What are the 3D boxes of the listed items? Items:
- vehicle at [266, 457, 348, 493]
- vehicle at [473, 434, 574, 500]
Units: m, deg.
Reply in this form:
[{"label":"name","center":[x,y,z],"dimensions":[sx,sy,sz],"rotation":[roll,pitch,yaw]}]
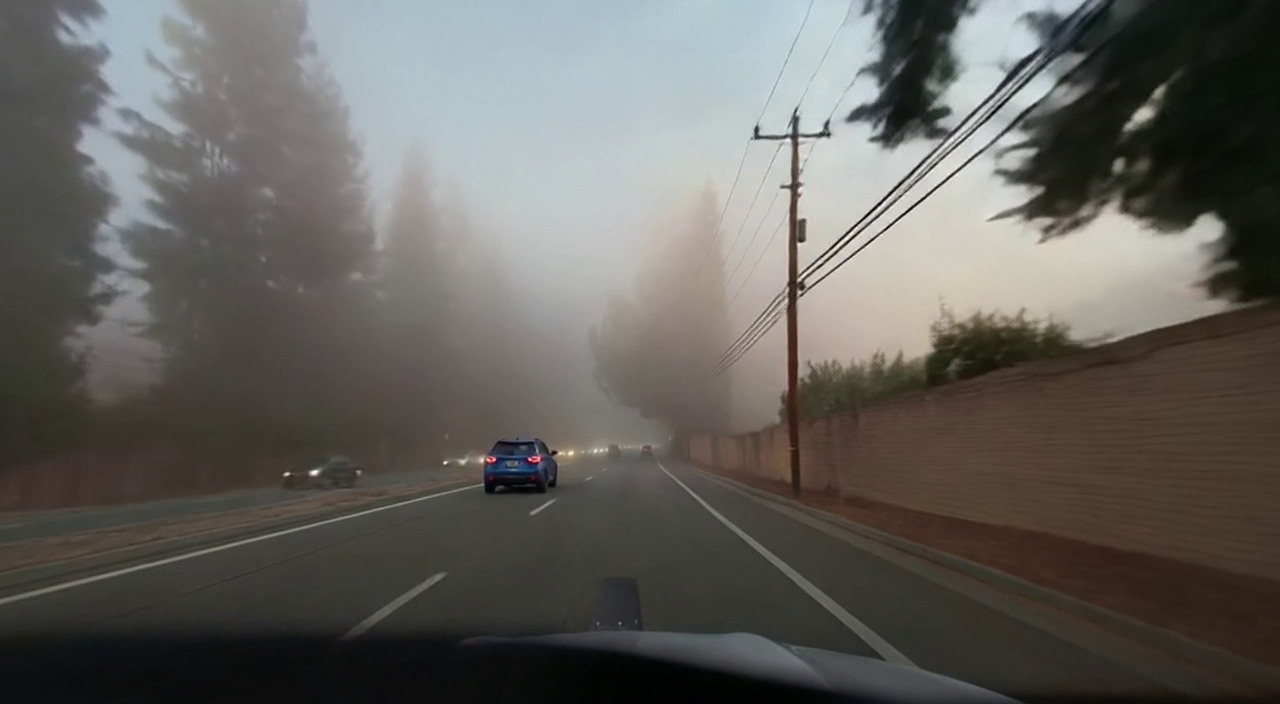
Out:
[{"label":"vehicle","center":[-16.041,5.913,30.548],"dimensions":[1.766,1.554,3.887],"rotation":[0,-9,1]},{"label":"vehicle","center":[-3.373,3.424,19.173],"dimensions":[2.147,1.730,4.555],"rotation":[0,-9,1]}]
